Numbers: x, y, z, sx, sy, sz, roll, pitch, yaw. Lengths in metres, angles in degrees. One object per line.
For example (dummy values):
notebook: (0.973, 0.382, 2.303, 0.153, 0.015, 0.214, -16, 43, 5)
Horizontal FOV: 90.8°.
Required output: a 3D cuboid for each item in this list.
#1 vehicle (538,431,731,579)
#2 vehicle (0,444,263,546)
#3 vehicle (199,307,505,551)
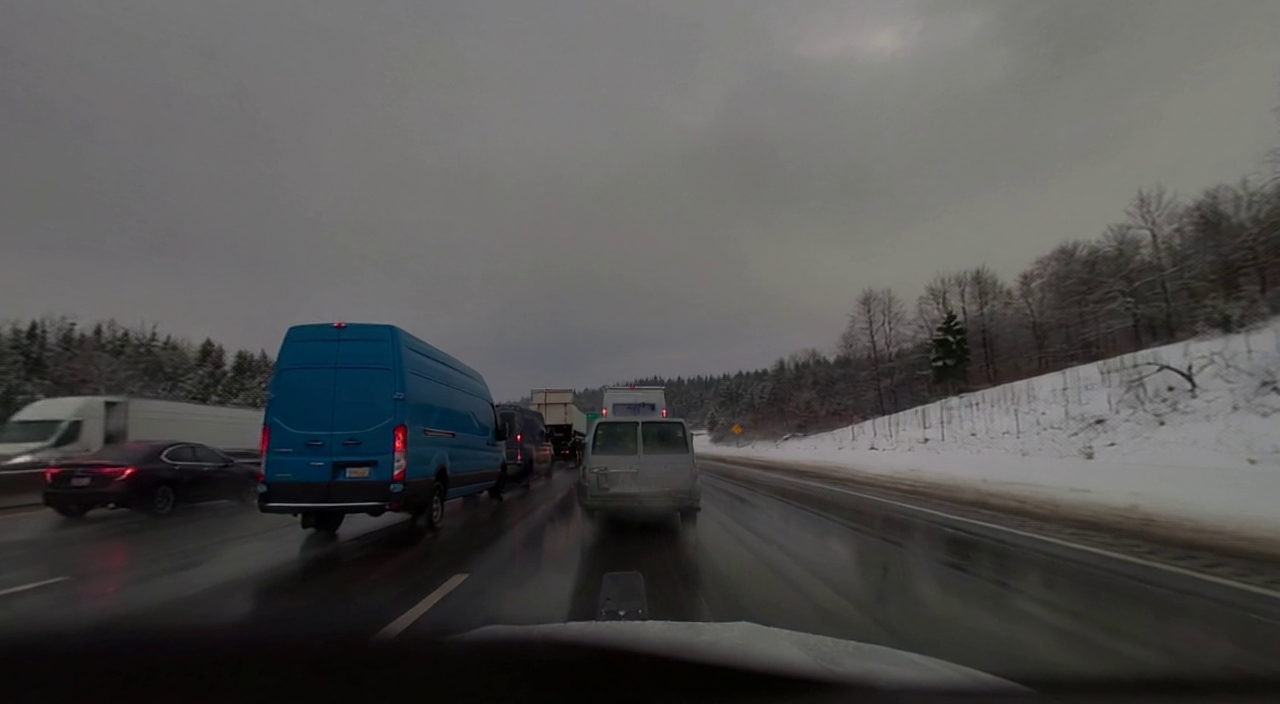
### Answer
vehicle: (-0.086, 1.855, 8.296, 1.995, 1.495, 3.380, 0, -9, -1)
vehicle: (-8.887, 2.422, 11.329, 1.797, 1.466, 3.924, 0, -9, 0)
vehicle: (-4.079, 1.383, 10.814, 2.254, 2.879, 6.656, 0, -9, -2)
